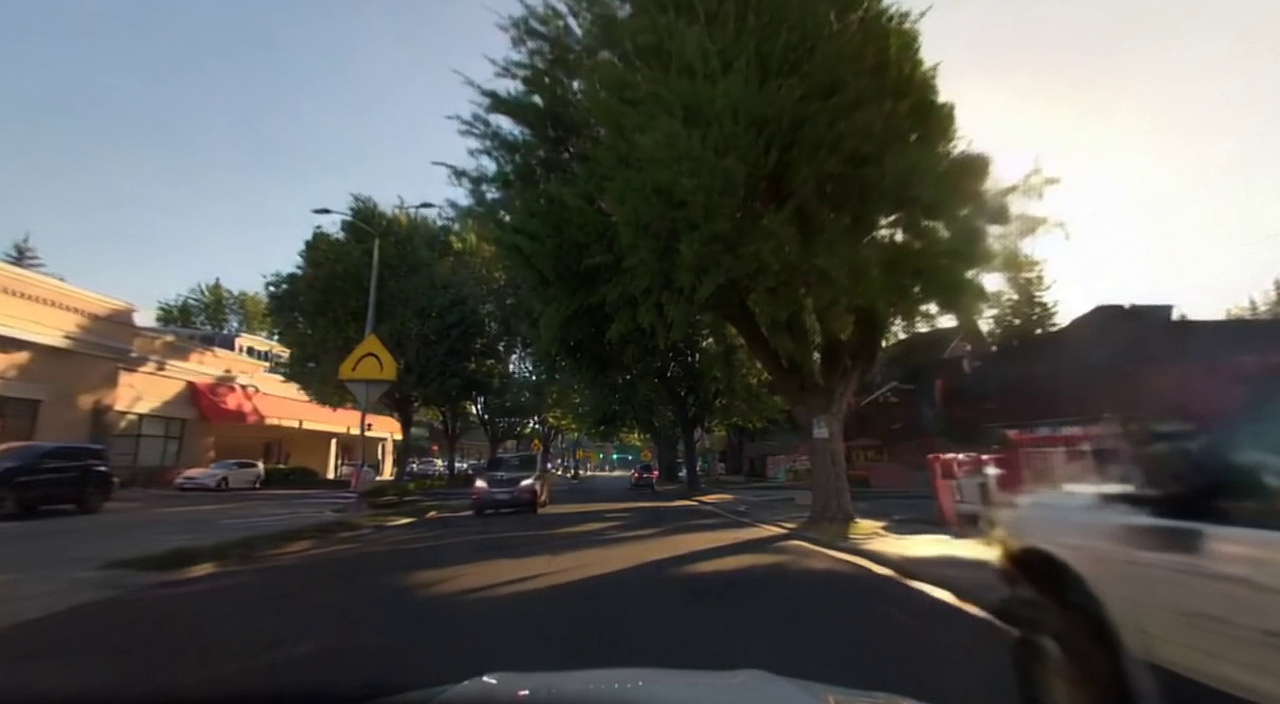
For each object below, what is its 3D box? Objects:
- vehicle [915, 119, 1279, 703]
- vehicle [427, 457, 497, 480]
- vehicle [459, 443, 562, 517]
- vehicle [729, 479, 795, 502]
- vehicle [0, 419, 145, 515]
[{"bbox_3d":[3.228,0.360,0.860,2.472,2.484,6.609,1,-10,-2],"label":"vehicle"},{"bbox_3d":[-13.390,8.826,47.555,2.006,1.641,4.575,-10,-15,43],"label":"vehicle"},{"bbox_3d":[-3.713,3.820,19.023,2.165,1.889,4.825,1,-10,-1],"label":"vehicle"},{"bbox_3d":[8.538,9.769,44.382,4.169,1.474,1.850,2,-11,-6],"label":"vehicle"},{"bbox_3d":[-13.854,2.546,14.255,2.062,1.889,4.115,1,-9,-4],"label":"vehicle"}]
